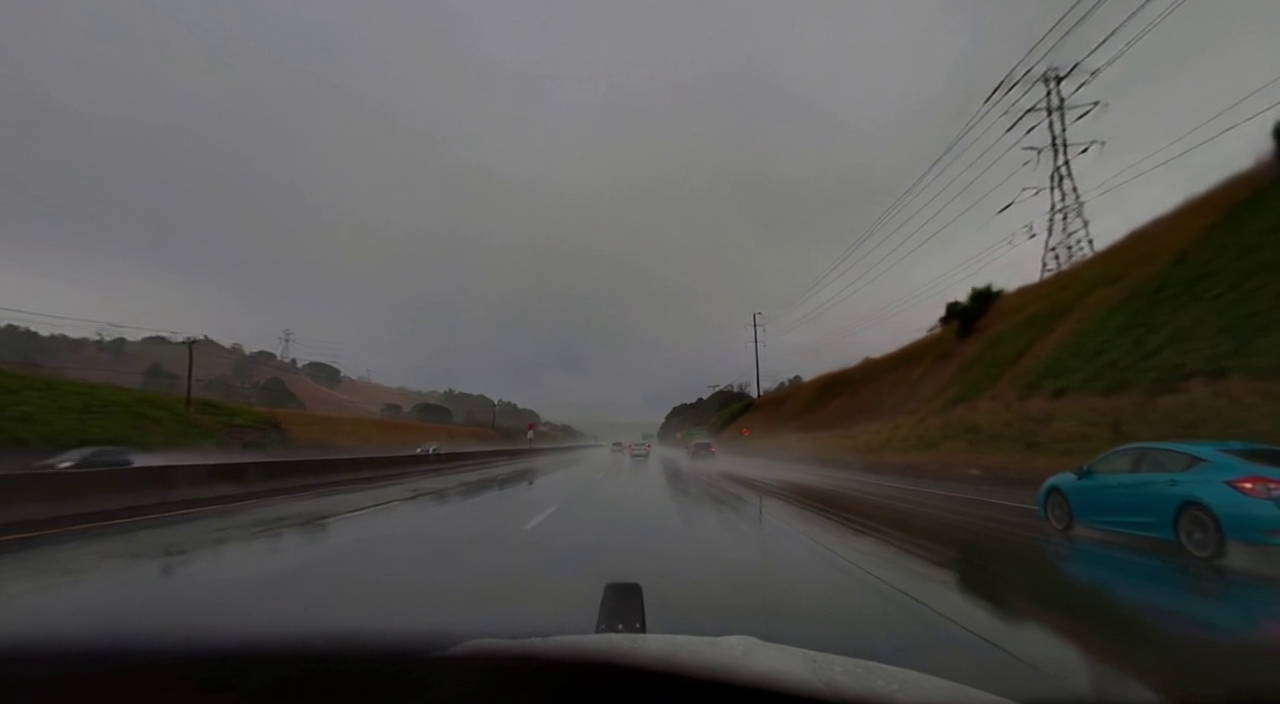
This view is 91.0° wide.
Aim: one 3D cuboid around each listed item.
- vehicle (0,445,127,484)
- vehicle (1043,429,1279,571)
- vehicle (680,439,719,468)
[{"bbox_3d":[-23.609,4.578,25.941,1.655,1.474,3.715,0,-8,2],"label":"vehicle"},{"bbox_3d":[8.052,1.881,8.578,1.970,1.545,4.818,0,-8,0],"label":"vehicle"},{"bbox_3d":[3.826,6.596,41.189,2.159,1.782,4.673,0,-8,0],"label":"vehicle"}]
